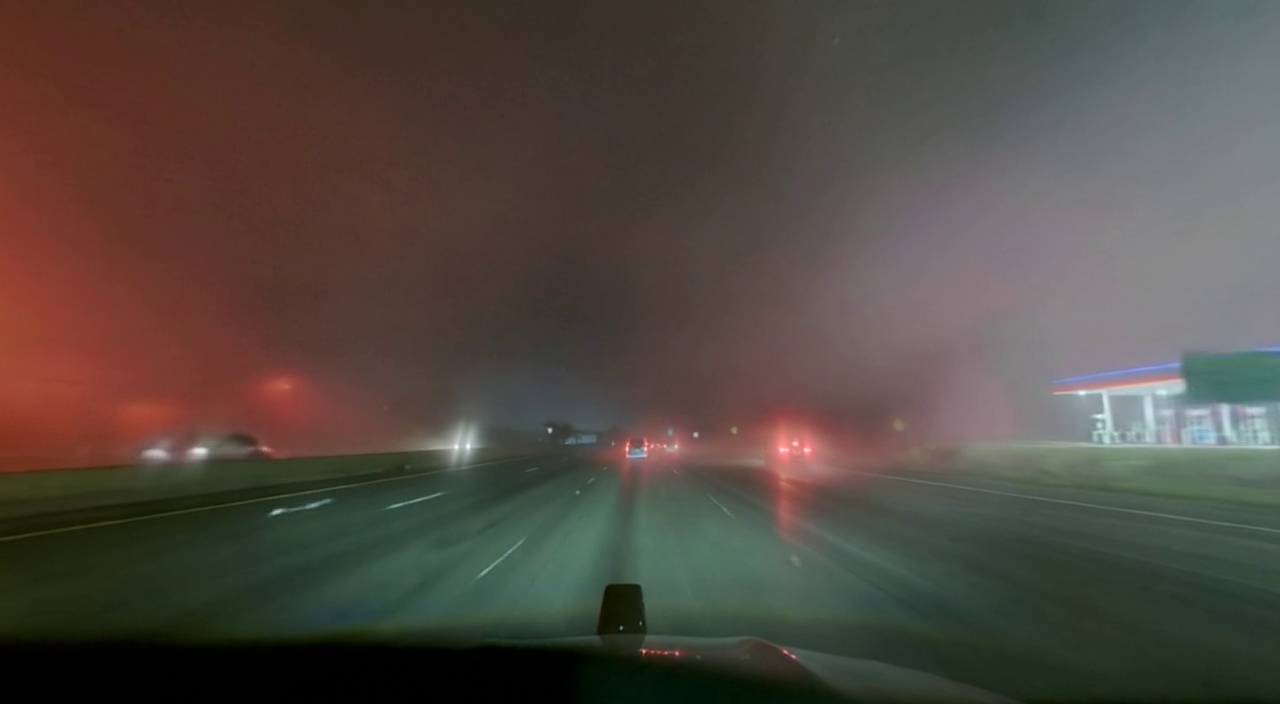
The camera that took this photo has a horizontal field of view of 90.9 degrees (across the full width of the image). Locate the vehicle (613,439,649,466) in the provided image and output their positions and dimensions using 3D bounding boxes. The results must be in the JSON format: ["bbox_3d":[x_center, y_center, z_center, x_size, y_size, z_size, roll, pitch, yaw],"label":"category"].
[{"bbox_3d":[-0.531,5.817,36.615,1.999,1.473,4.351,0,-8,-1],"label":"vehicle"}]

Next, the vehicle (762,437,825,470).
[{"bbox_3d":[7.333,4.907,30.584,1.867,1.463,4.295,0,-8,-1],"label":"vehicle"}]

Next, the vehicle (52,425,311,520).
[{"bbox_3d":[-9.778,2.577,14.191,2.005,1.725,5.137,0,-8,-1],"label":"vehicle"}]
